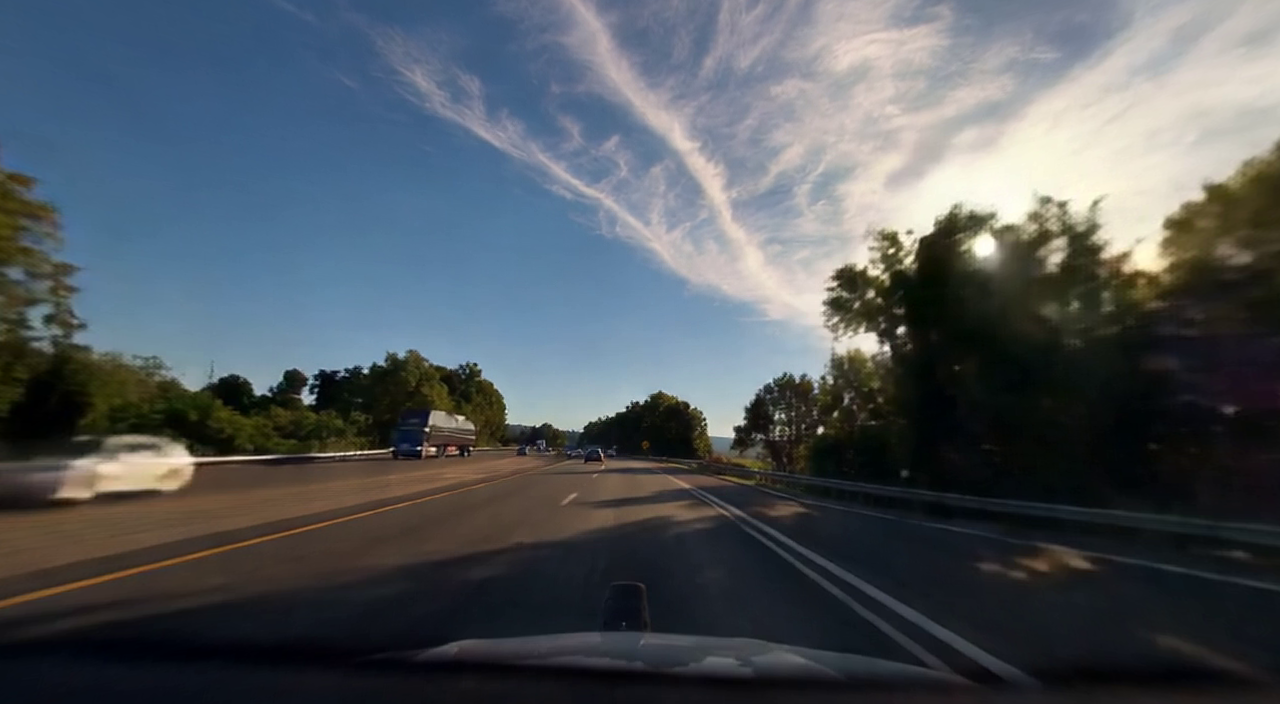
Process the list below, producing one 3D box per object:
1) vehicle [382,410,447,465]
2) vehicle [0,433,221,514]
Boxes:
[{"bbox_3d":[-17.214,6.667,48.528,3.031,3.950,5.826,0,-9,-3],"label":"vehicle"},{"bbox_3d":[-12.012,2.615,13.996,2.540,1.509,4.188,0,-9,-1],"label":"vehicle"}]
